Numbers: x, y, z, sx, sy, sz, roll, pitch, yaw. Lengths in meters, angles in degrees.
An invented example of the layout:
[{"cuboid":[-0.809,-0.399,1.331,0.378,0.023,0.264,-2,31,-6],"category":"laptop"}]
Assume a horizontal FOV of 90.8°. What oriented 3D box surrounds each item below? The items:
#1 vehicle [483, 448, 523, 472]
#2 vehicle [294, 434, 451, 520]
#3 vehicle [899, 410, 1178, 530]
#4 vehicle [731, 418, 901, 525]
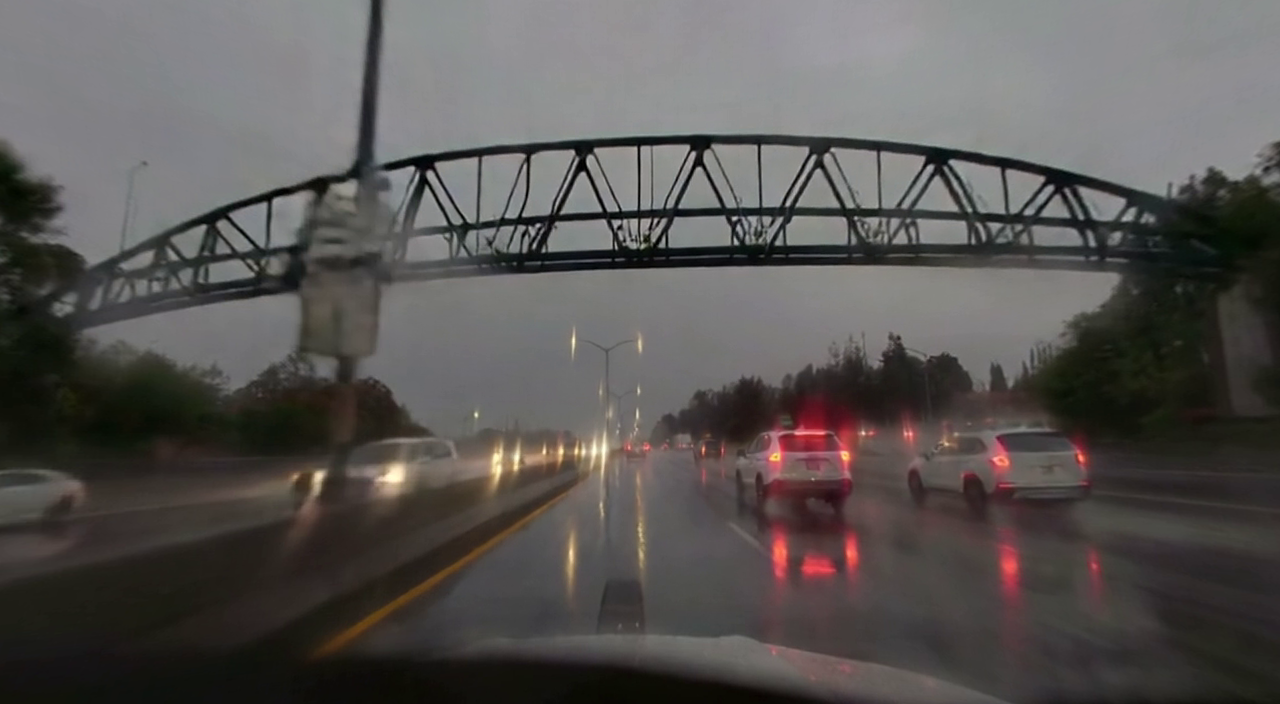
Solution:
[{"cuboid":[-9.392,7.405,43.507,1.922,1.523,3.645,0,-8,0],"category":"vehicle"},{"cuboid":[-5.727,2.691,14.110,1.827,1.619,3.866,0,-9,-1],"category":"vehicle"},{"cuboid":[7.072,2.160,12.102,2.040,1.801,4.959,0,-9,-1],"category":"vehicle"},{"cuboid":[3.177,2.268,12.478,2.059,1.711,4.302,0,-9,0],"category":"vehicle"}]
